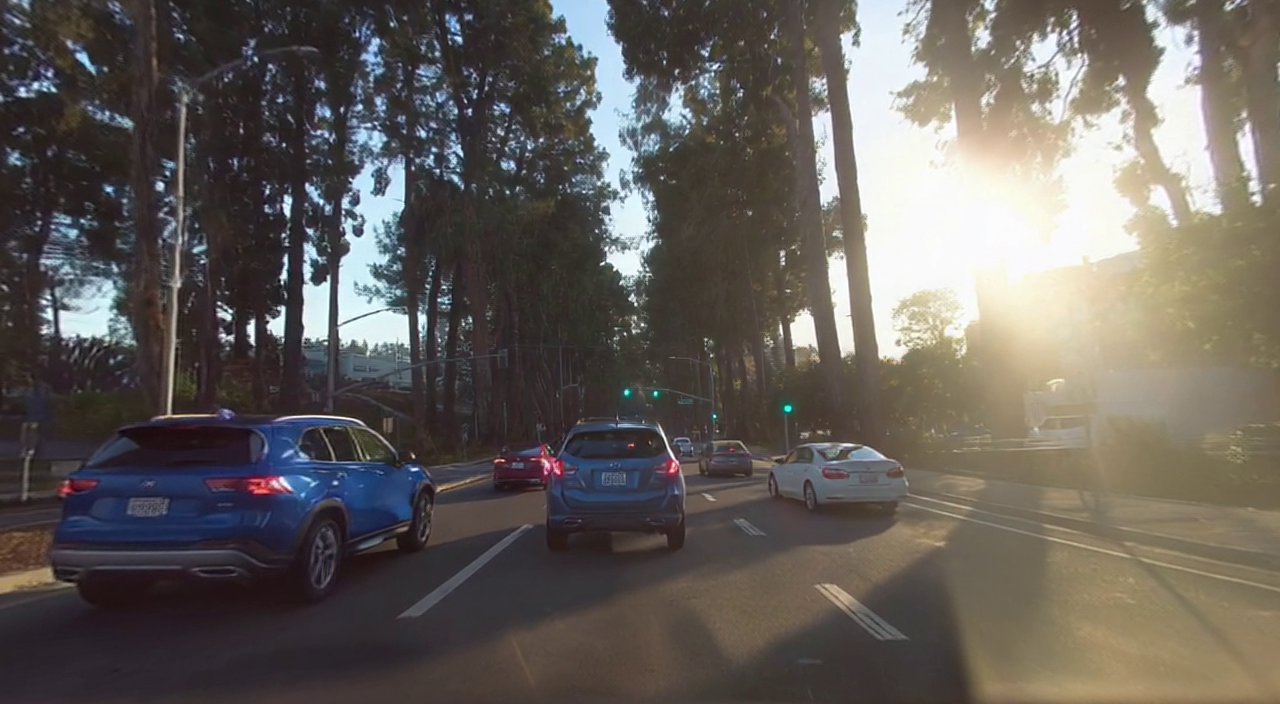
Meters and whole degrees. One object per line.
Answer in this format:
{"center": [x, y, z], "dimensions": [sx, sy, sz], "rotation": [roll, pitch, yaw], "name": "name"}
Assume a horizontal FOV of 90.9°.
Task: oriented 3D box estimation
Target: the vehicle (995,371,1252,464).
{"center": [17.869, 2.497, 23.669], "dimensions": [7.314, 3.230, 2.680], "rotation": [0, -8, -1], "name": "vehicle"}

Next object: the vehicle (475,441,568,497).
{"center": [-3.382, 3.417, 18.842], "dimensions": [1.897, 1.479, 4.204], "rotation": [0, -8, 1], "name": "vehicle"}

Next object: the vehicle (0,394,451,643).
{"center": [-3.696, 1.470, 6.580], "dimensions": [2.039, 1.709, 4.265], "rotation": [0, -8, 1], "name": "vehicle"}

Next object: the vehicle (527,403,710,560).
{"center": [-0.243, 1.841, 9.674], "dimensions": [2.132, 1.816, 4.471], "rotation": [0, -8, 0], "name": "vehicle"}

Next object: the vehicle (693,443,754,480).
{"center": [3.446, 4.612, 26.879], "dimensions": [1.996, 1.443, 4.270], "rotation": [0, -8, -1], "name": "vehicle"}

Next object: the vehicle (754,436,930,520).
{"center": [4.098, 2.632, 13.803], "dimensions": [2.036, 1.480, 4.659], "rotation": [0, -8, -4], "name": "vehicle"}
